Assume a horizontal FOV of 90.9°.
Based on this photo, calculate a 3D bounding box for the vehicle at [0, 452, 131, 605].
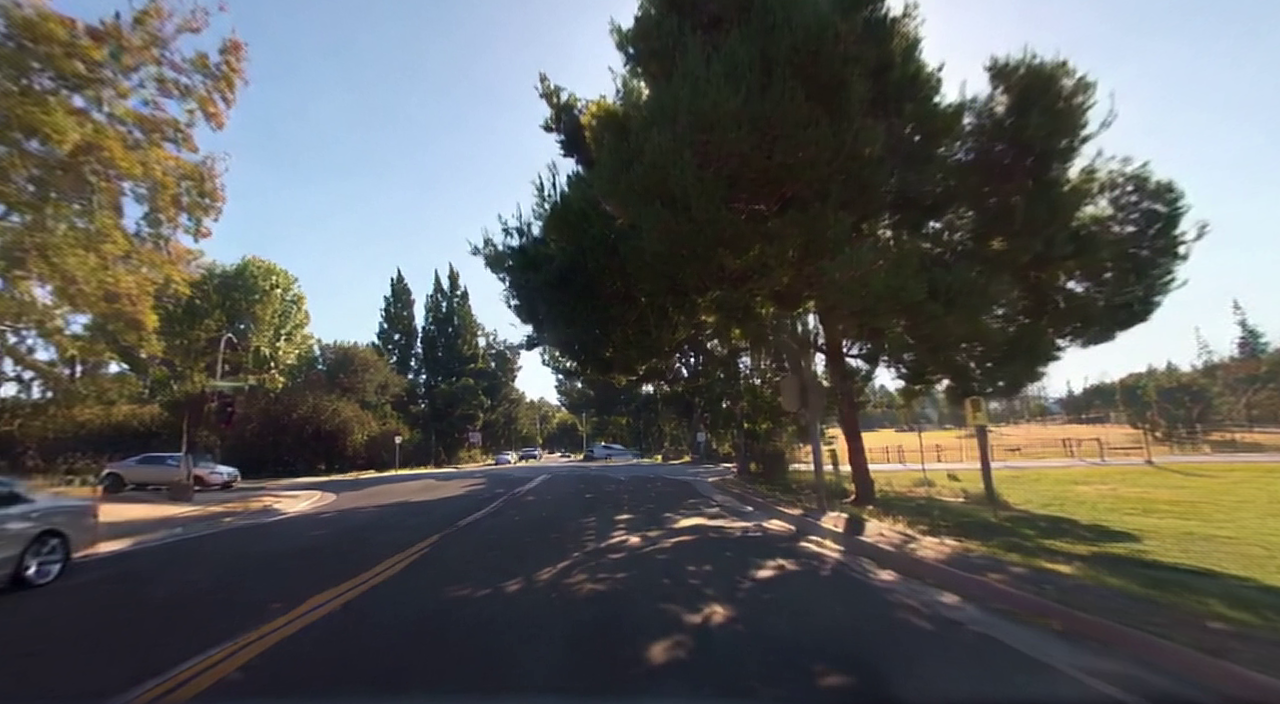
[{"bbox_3d":[-7.984,1.906,6.603,1.934,1.646,4.273,0,-8,-5],"label":"vehicle"}]

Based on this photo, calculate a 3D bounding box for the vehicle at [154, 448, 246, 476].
[{"bbox_3d":[-29.944,7.468,42.952,4.986,1.796,2.066,-2,-9,8],"label":"vehicle"}]
